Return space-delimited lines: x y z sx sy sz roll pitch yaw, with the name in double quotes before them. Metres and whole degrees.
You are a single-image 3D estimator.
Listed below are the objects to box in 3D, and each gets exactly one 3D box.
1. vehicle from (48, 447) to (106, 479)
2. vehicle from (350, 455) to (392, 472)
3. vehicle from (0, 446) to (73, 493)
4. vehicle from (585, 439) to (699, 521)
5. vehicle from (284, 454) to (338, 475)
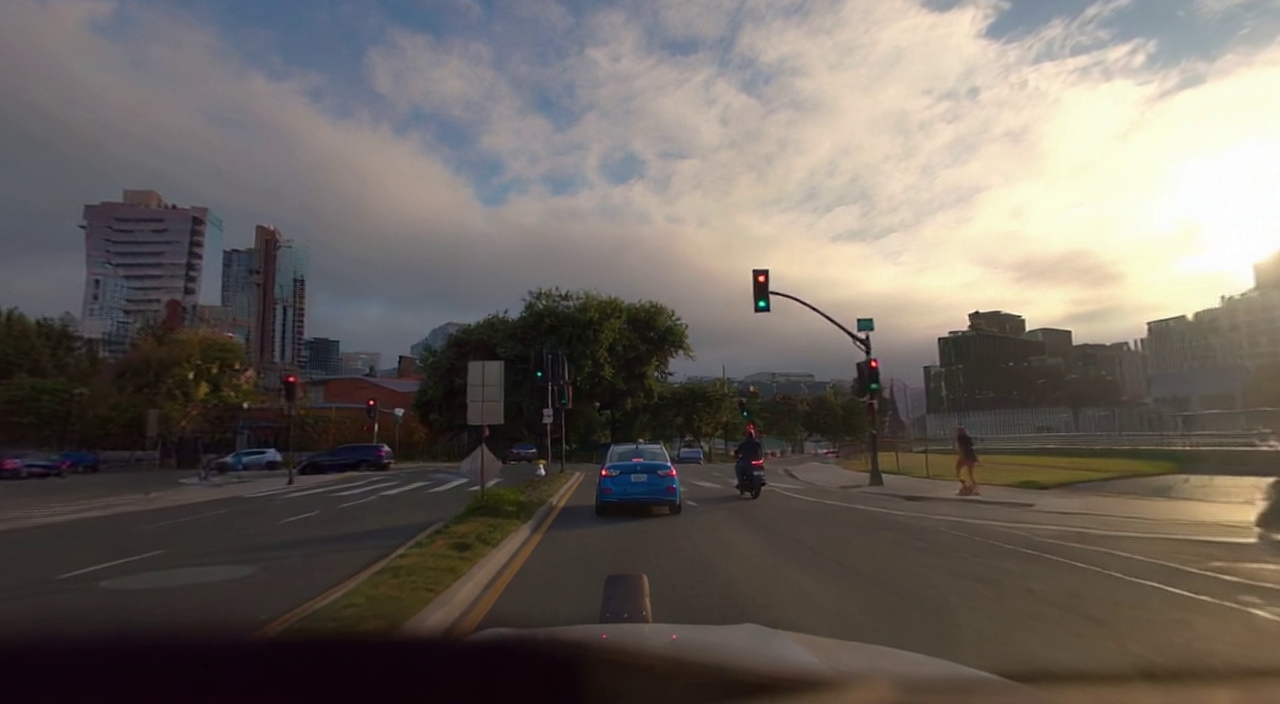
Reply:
"vehicle" -41.113 8.047 45.960 4.948 2.124 2.261 -7 -11 39
"vehicle" -19.725 8.168 46.233 1.259 1.181 2.744 -3 -9 20
"vehicle" -26.510 4.831 26.182 4.653 1.795 2.163 -3 -9 17
"vehicle" -0.023 2.681 13.729 2.118 1.480 3.949 0 -9 -2
"vehicle" -21.924 7.511 42.100 1.433 1.269 2.779 -5 -10 30
